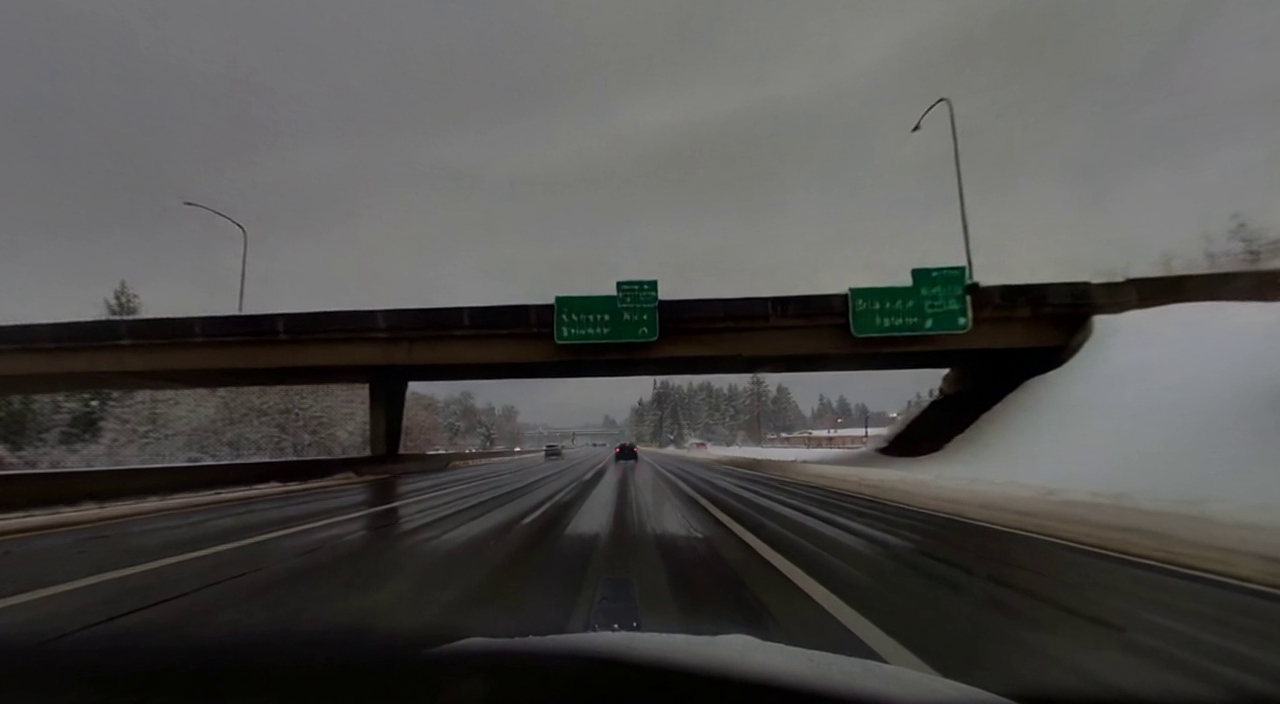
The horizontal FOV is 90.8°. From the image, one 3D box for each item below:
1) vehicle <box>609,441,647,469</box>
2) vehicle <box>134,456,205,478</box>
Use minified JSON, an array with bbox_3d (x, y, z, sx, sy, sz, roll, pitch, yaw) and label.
[{"bbox_3d":[-0.696,5.832,35.903,2.012,1.471,4.059,0,-8,-2],"label":"vehicle"},{"bbox_3d":[-35.922,8.793,48.406,1.887,1.475,4.752,0,-8,-2],"label":"vehicle"}]
